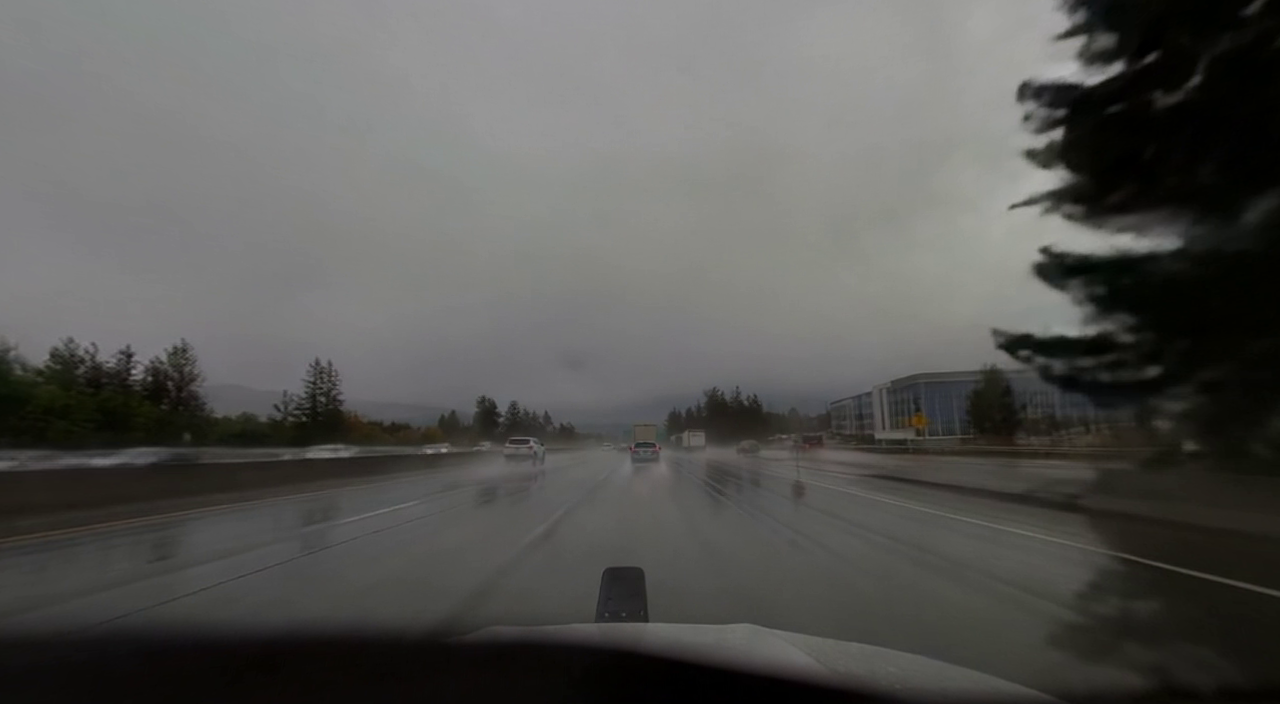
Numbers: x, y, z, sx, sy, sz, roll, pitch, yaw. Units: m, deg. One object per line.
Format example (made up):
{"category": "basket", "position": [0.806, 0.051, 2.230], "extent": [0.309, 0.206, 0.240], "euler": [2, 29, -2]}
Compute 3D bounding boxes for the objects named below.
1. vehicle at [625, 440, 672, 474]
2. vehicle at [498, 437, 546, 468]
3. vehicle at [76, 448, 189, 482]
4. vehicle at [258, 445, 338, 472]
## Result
{"category": "vehicle", "position": [0.373, 5.019, 30.338], "extent": [2.112, 1.482, 4.082], "euler": [0, -8, 0]}
{"category": "vehicle", "position": [-7.314, 6.267, 39.592], "extent": [2.093, 1.789, 4.399], "euler": [0, -8, 1]}
{"category": "vehicle", "position": [-25.230, 5.600, 31.593], "extent": [1.868, 1.503, 4.480], "euler": [0, -8, 1]}
{"category": "vehicle", "position": [-20.583, 6.385, 38.258], "extent": [1.972, 1.513, 4.973], "euler": [0, -8, 1]}
